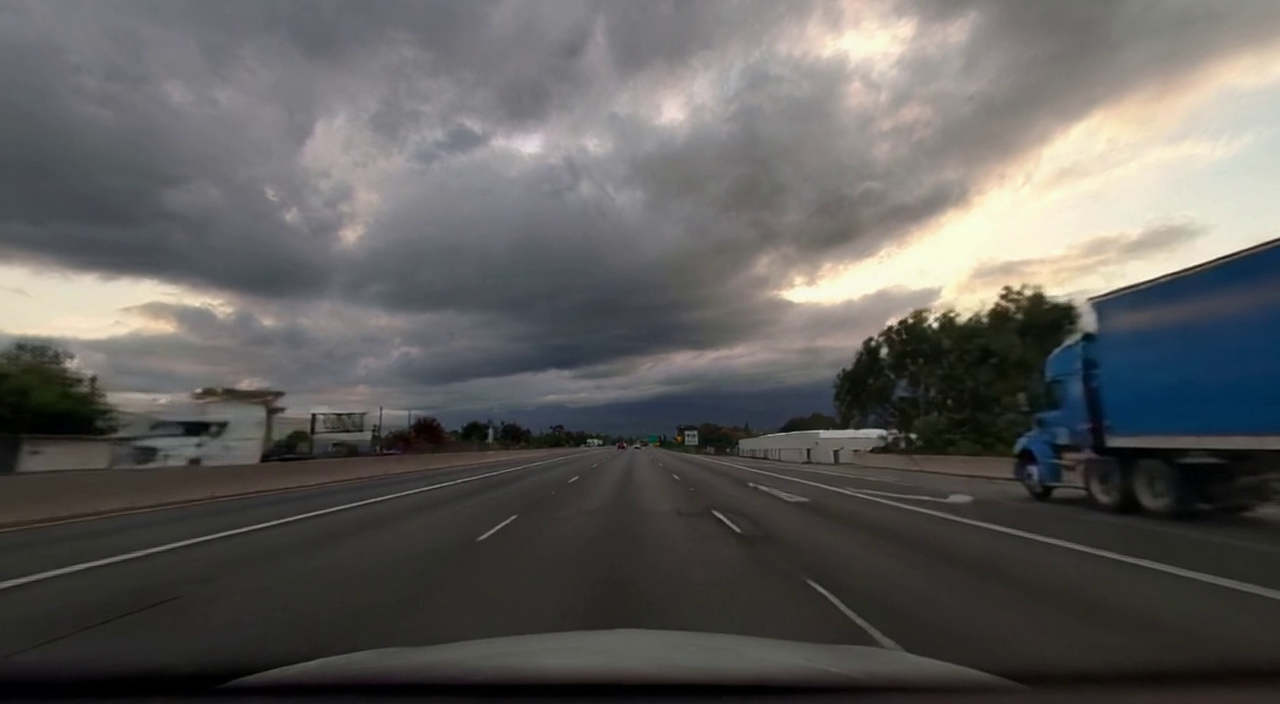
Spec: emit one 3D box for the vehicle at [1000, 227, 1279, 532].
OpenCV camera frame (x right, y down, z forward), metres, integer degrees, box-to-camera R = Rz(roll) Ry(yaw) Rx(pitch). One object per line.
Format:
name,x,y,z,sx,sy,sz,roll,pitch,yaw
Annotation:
vehicle,10.116,0.247,7.486,3.469,3.986,17.065,-1,-8,6
